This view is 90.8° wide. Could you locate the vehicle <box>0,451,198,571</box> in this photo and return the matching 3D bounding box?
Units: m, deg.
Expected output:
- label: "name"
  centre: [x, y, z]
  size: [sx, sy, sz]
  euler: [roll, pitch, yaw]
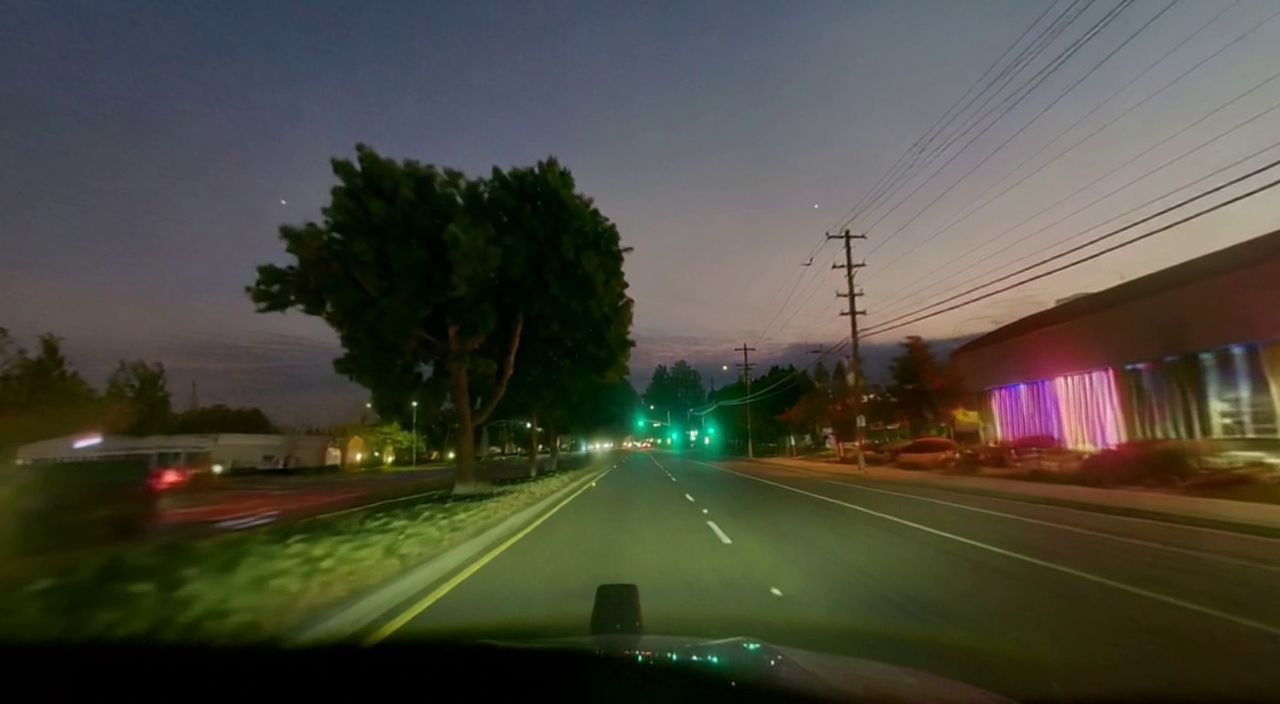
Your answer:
- label: "vehicle"
  centre: [-9.183, 2.250, 9.325]
  size: [1.900, 1.488, 4.675]
  euler: [0, -8, 0]
